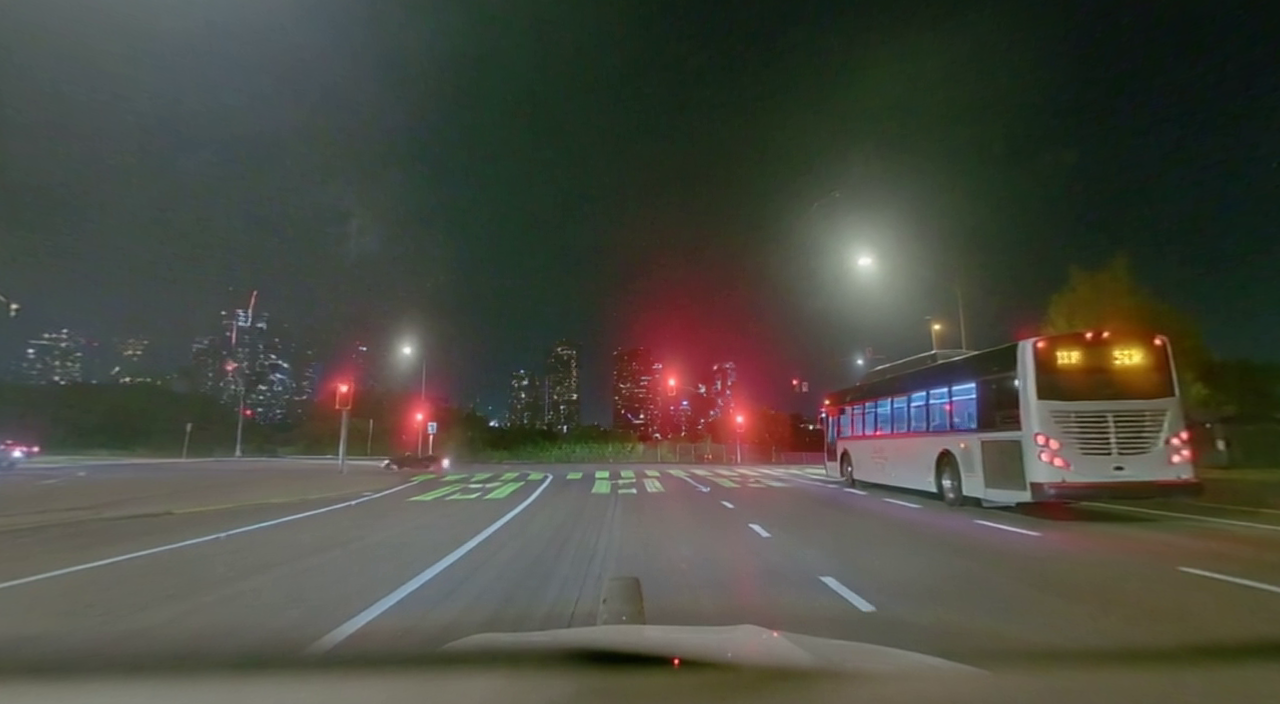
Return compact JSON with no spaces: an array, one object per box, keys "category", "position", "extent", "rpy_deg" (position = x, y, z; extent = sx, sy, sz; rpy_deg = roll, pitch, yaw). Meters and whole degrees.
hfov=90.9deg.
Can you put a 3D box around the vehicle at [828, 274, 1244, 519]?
[{"category":"vehicle","position":[8.361,1.677,16.971],"extent":[2.916,4.009,13.397],"rpy_deg":[0,-9,2]}]
